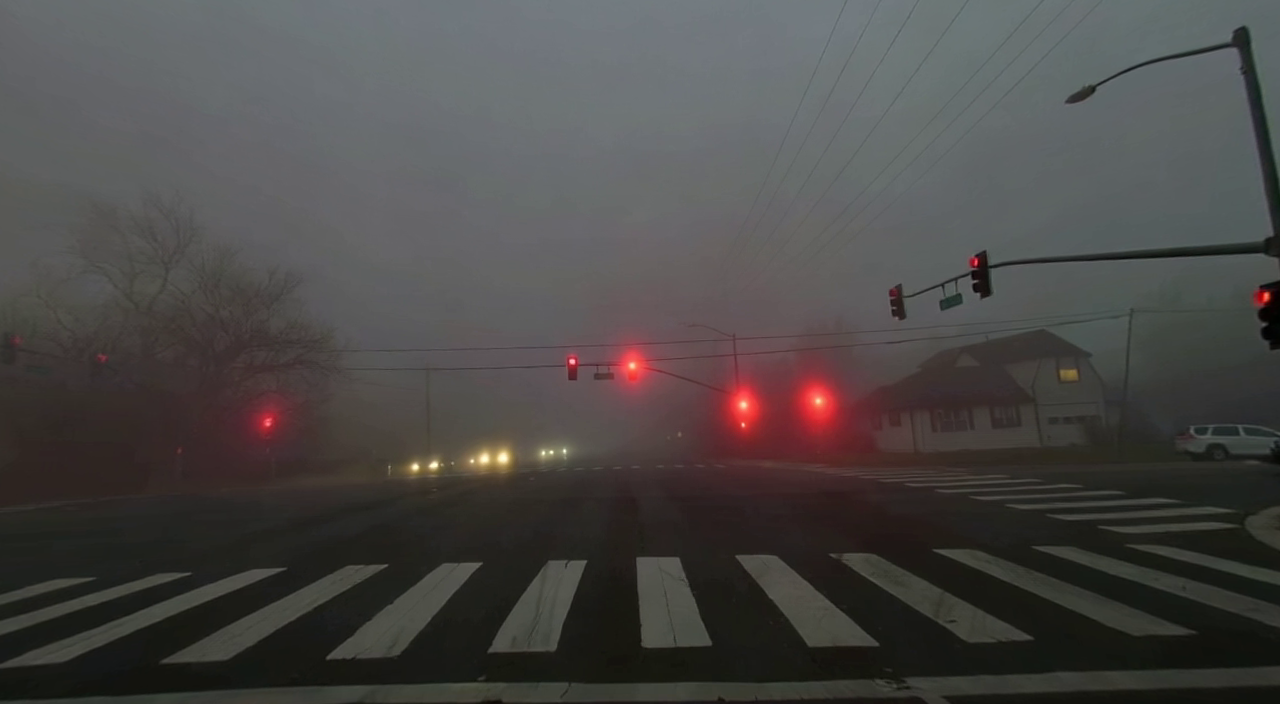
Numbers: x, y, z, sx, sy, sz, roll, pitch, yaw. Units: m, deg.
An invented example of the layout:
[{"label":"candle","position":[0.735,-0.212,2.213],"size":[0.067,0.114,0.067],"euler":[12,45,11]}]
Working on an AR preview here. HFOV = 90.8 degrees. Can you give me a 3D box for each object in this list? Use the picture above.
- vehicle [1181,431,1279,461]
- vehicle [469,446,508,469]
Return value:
[{"label":"vehicle","position":[31.321,4.887,33.016],"size":[4.318,1.488,1.870],"euler":[0,-9,-1]},{"label":"vehicle","position":[-10.693,7.459,44.758],"size":[1.881,1.509,3.377],"euler":[0,-9,1]}]
